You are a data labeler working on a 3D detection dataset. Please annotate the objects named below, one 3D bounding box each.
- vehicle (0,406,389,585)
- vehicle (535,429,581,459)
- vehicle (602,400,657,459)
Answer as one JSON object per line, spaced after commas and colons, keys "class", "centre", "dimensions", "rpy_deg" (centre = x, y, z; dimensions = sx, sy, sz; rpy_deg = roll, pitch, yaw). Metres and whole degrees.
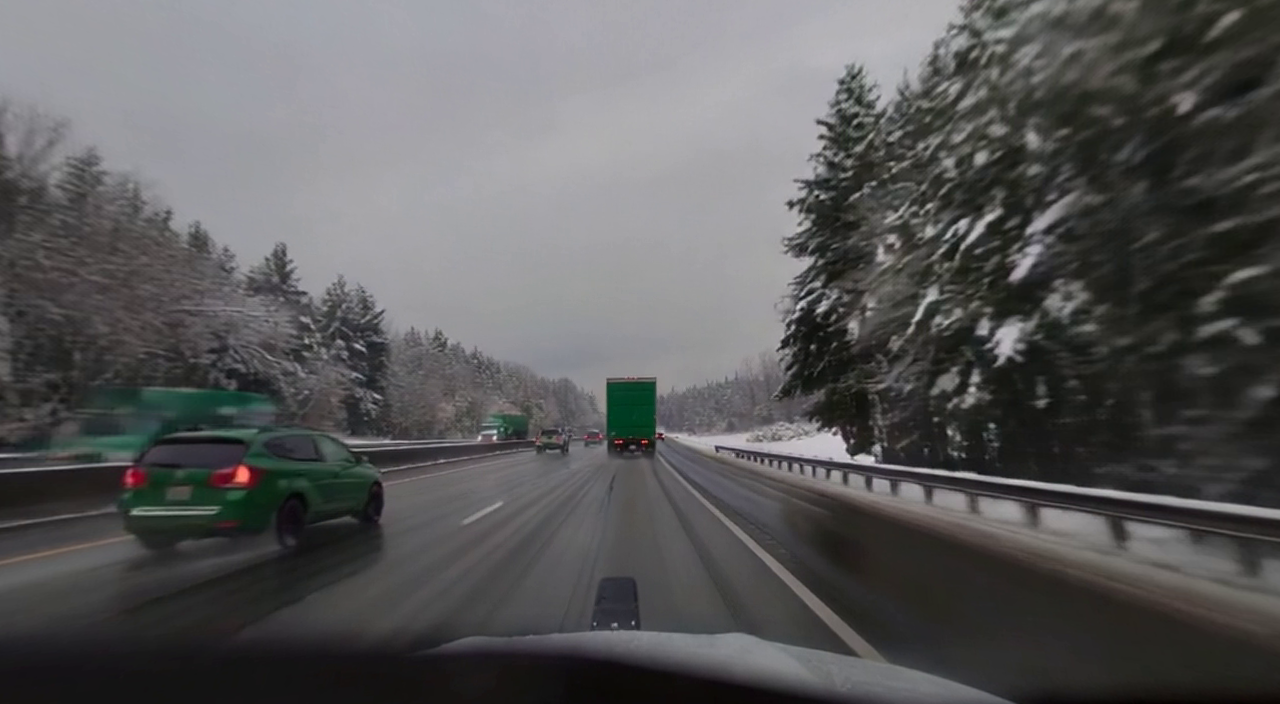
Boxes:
{"class": "vehicle", "centre": [-4.711, 1.490, 7.390], "dimensions": [1.909, 1.520, 3.897], "rpy_deg": [0, -8, 0]}
{"class": "vehicle", "centre": [-4.992, 5.658, 38.934], "dimensions": [2.138, 1.697, 4.587], "rpy_deg": [0, -8, 1]}
{"class": "vehicle", "centre": [-0.442, 3.329, 27.178], "dimensions": [2.319, 2.461, 1.270], "rpy_deg": [0, -8, 0]}
